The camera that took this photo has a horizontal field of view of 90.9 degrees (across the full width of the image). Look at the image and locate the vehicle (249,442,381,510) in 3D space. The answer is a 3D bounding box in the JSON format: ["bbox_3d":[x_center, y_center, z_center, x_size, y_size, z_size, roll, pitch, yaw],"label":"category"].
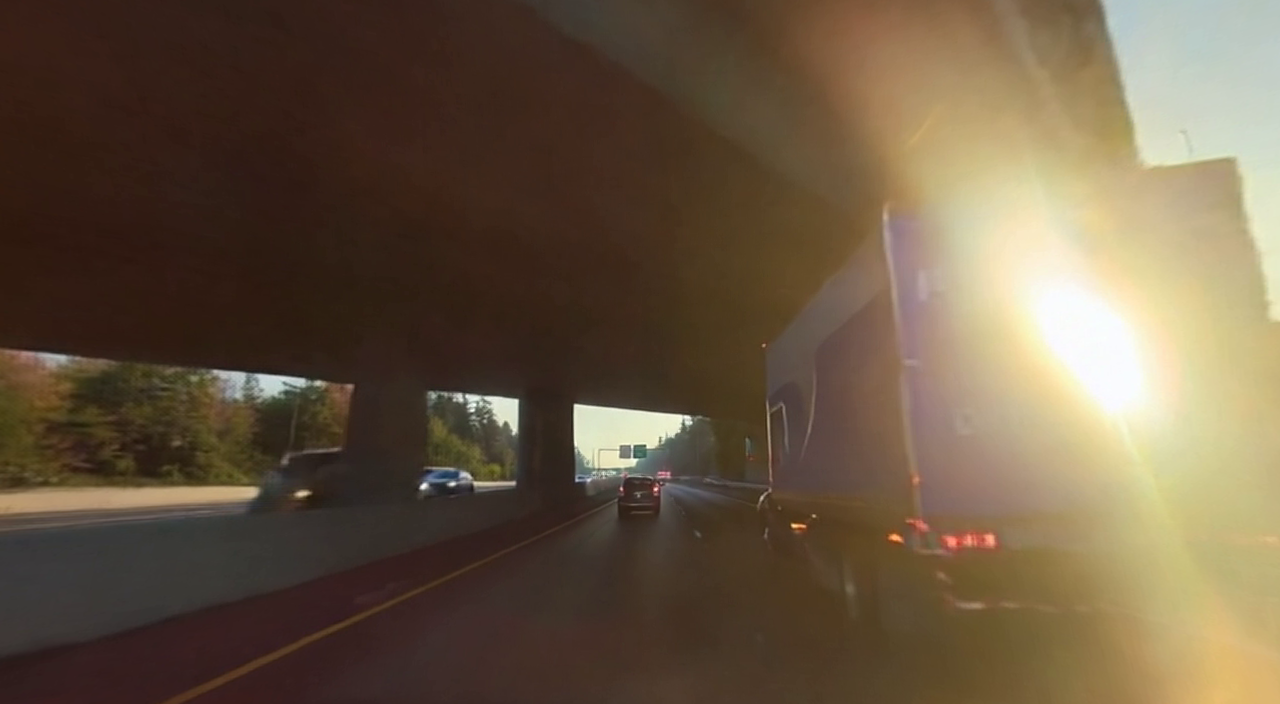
[{"bbox_3d":[-13.172,5.108,26.102,2.304,2.457,5.411,0,-10,2],"label":"vehicle"}]

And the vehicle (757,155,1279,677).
[{"bbox_3d":[4.043,1.186,9.287,2.980,3.834,9.423,1,-10,1],"label":"vehicle"}]

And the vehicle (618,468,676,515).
[{"bbox_3d":[0.323,5.597,25.629,2.124,1.653,4.857,1,-10,2],"label":"vehicle"}]
